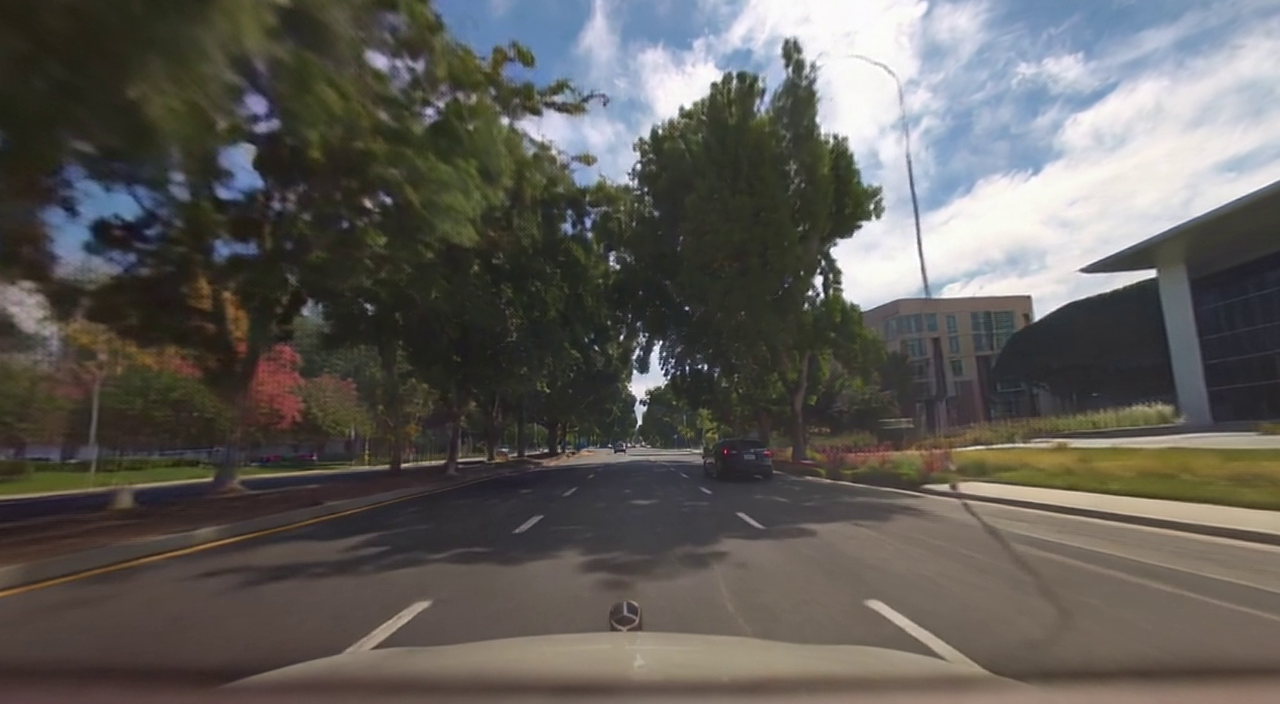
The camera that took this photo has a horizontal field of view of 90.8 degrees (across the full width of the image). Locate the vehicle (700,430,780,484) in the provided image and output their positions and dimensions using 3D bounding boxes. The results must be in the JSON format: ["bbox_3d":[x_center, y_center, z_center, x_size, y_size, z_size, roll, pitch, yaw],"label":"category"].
[{"bbox_3d":[3.474,3.729,22.760,2.083,1.743,4.354,0,-8,-1],"label":"vehicle"}]
